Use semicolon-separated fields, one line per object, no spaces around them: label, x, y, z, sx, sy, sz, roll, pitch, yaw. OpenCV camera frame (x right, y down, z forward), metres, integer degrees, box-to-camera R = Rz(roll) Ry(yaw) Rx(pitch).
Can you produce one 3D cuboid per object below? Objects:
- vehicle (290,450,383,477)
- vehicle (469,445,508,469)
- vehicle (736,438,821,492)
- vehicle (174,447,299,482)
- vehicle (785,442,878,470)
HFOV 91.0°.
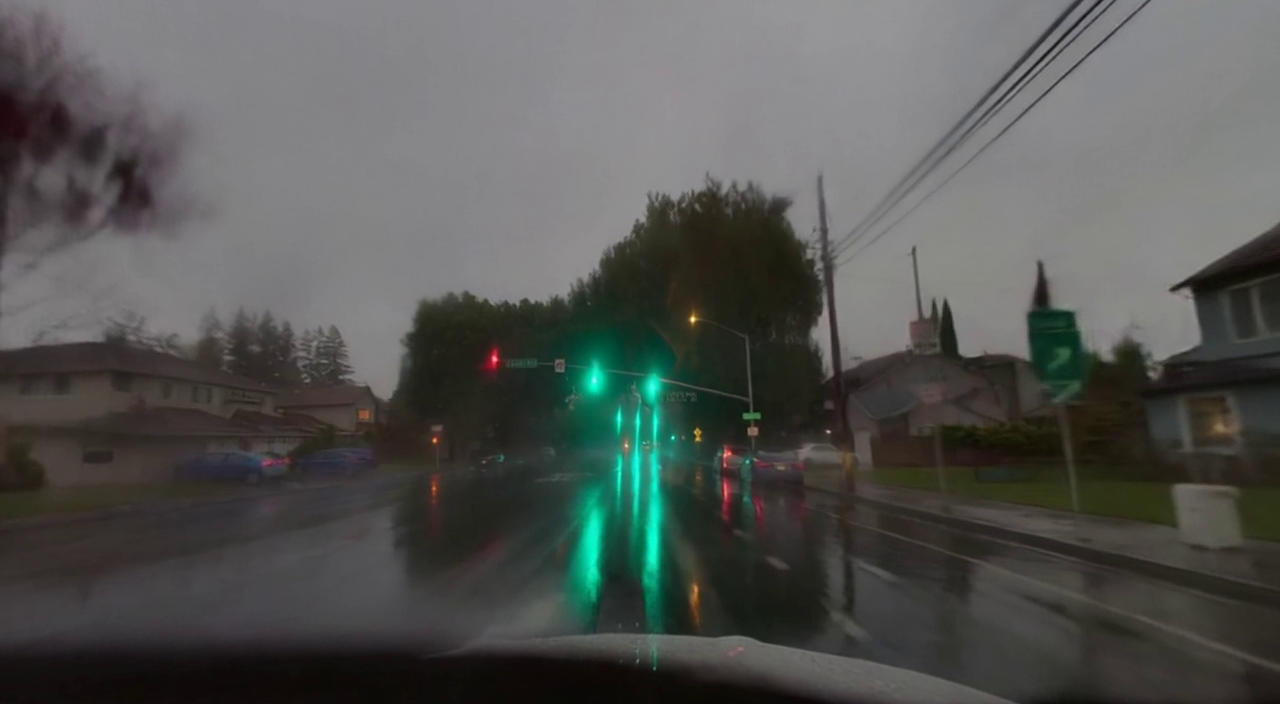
vehicle;-17.634;6.494;36.731;4.349;1.457;1.997;0;-9;-1
vehicle;-11.914;8.300;49.883;2.061;1.760;4.569;-1;-10;-1
vehicle;5.264;4.338;24.536;2.164;1.729;4.488;4;-9;-1
vehicle;-18.158;5.058;28.460;4.355;1.482;1.794;0;-9;0
vehicle;11.237;6.133;37.215;4.875;1.609;1.954;0;-9;1
